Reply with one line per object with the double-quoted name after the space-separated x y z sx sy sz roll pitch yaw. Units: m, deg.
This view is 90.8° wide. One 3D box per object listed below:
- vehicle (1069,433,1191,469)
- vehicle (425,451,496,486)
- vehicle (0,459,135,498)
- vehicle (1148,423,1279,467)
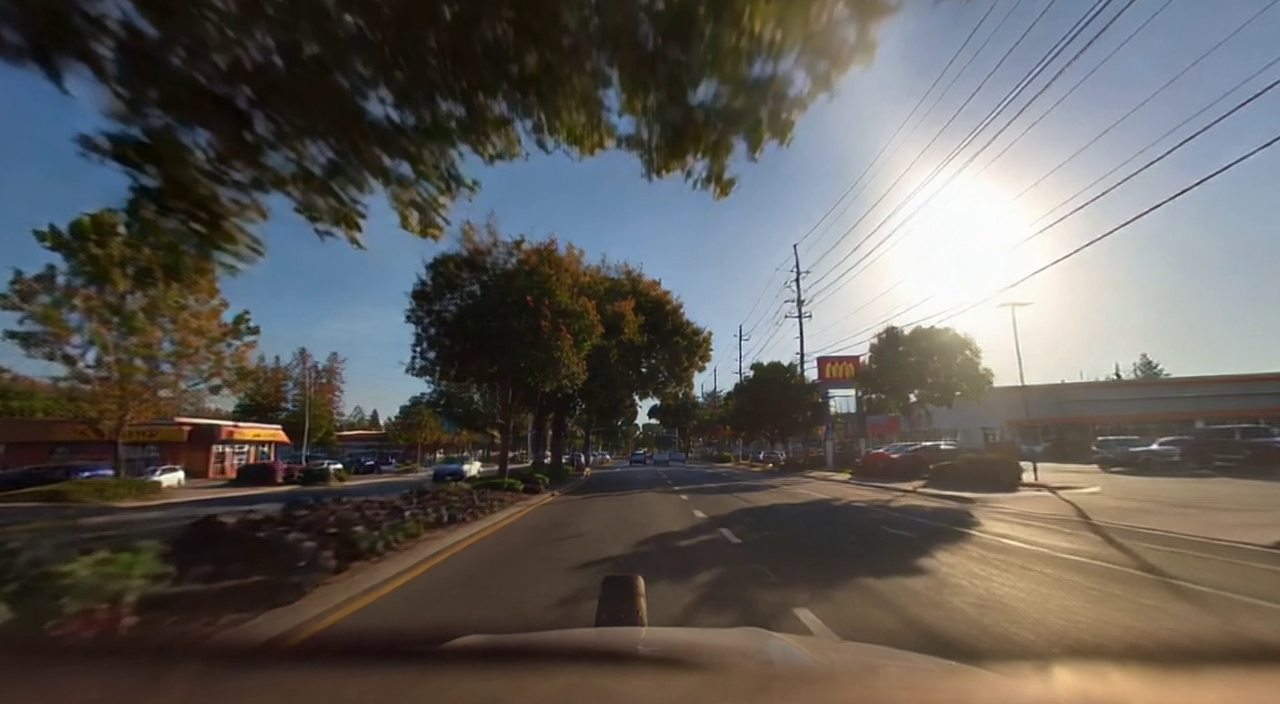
23.144 4.700 30.122 2.113 1.582 4.559 0 -9 0 "vehicle"
-8.702 5.662 31.139 2.043 1.536 4.682 0 -9 1 "vehicle"
-28.904 6.235 31.368 5.699 1.782 2.271 0 -9 2 "vehicle"
25.602 4.156 28.230 2.012 1.772 4.458 0 -8 0 "vehicle"
